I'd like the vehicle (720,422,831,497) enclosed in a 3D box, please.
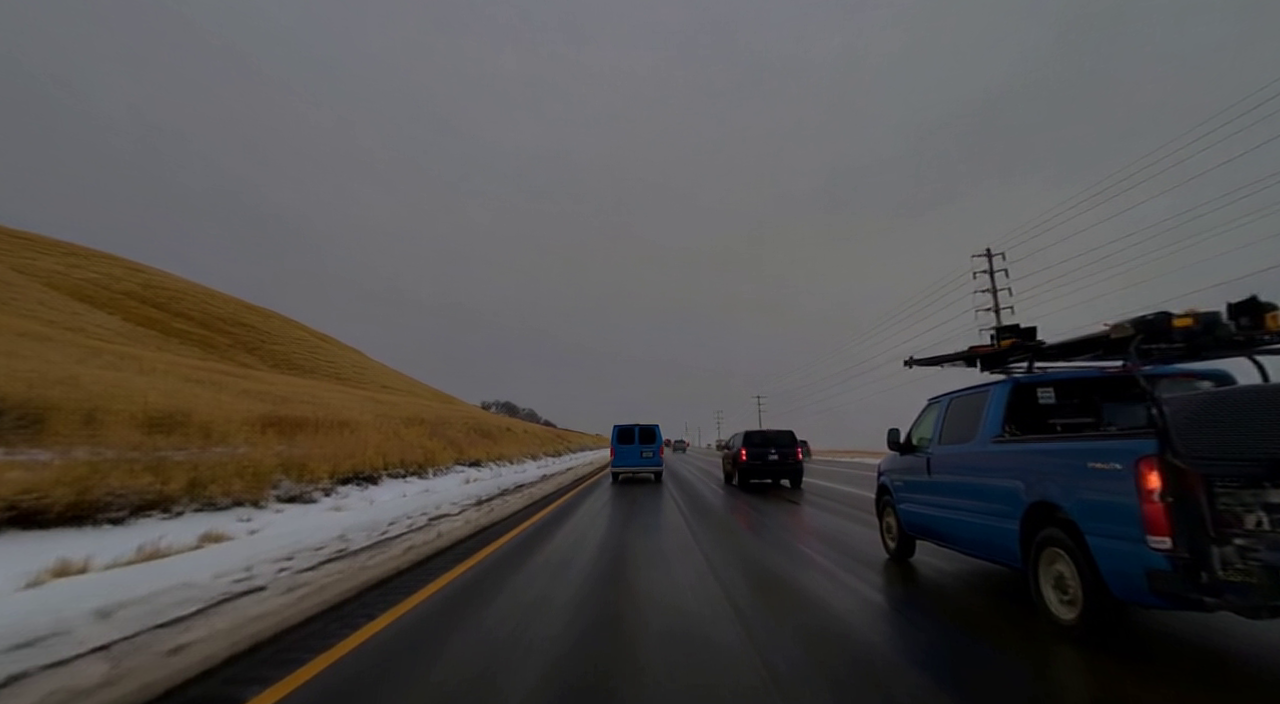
[{"bbox_3d":[3.610,2.972,17.752,2.139,1.821,4.480,0,-8,0],"label":"vehicle"}]

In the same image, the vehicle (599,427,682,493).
[{"bbox_3d":[0.052,3.273,19.484,2.268,1.772,4.523,0,-8,1],"label":"vehicle"}]

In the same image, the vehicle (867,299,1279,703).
[{"bbox_3d":[3.903,0.976,4.098,2.691,1.901,5.744,0,-8,0],"label":"vehicle"}]
